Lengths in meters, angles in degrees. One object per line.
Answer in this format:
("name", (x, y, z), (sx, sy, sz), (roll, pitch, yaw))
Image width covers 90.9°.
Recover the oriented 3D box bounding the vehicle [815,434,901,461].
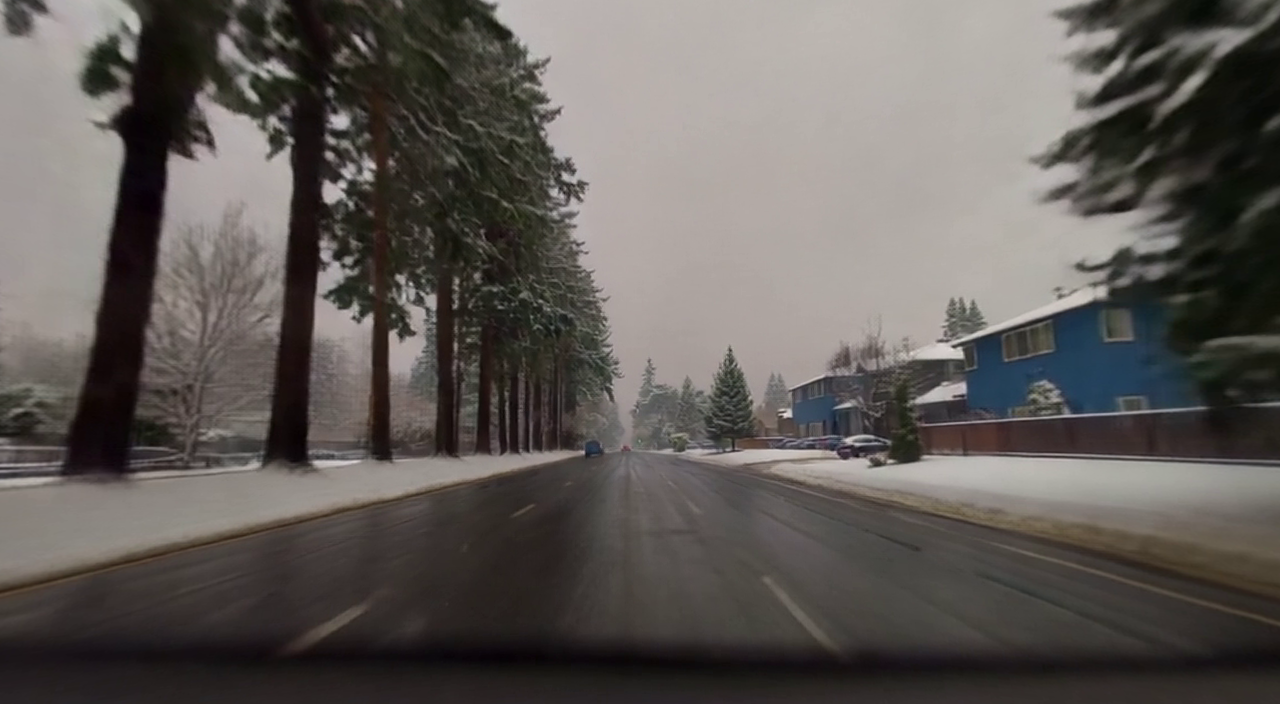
("vehicle", (12.285, 5.394, 35.542), (4.630, 1.461, 1.817), (5, -9, -27))
